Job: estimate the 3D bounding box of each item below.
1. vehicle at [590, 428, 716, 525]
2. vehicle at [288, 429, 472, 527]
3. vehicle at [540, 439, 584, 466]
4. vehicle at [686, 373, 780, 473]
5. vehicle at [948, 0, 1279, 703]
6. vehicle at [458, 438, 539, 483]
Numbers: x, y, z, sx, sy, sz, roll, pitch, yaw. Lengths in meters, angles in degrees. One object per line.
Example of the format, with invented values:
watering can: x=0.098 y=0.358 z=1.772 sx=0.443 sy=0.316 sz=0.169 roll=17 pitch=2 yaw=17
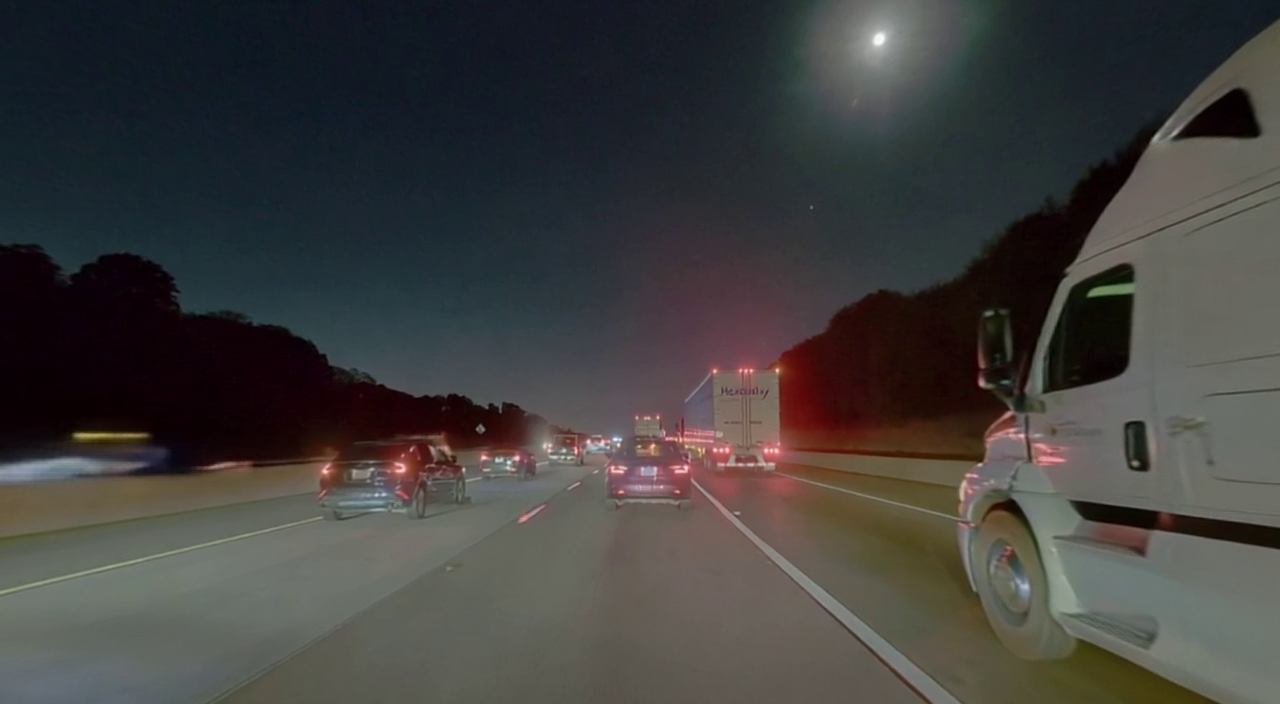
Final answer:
vehicle: x=0.197 y=2.205 z=11.751 sx=1.973 sy=1.505 sz=3.568 roll=0 pitch=-8 yaw=0
vehicle: x=-4.574 y=2.229 z=11.764 sx=1.821 sy=1.514 sz=3.677 roll=0 pitch=-8 yaw=0
vehicle: x=-4.481 y=5.829 z=36.902 sx=1.887 sy=1.493 sz=4.411 roll=0 pitch=-8 yaw=1
vehicle: x=4.339 y=3.899 z=33.061 sx=2.892 sy=4.101 sz=14.252 roll=0 pitch=-8 yaw=1
vehicle: x=3.967 y=-0.158 z=1.811 sx=2.982 sy=3.860 sz=6.011 roll=0 pitch=-8 yaw=0
vehicle: x=-4.932 y=3.802 z=22.519 sx=1.880 sy=1.458 sz=3.978 roll=0 pitch=-8 yaw=1
